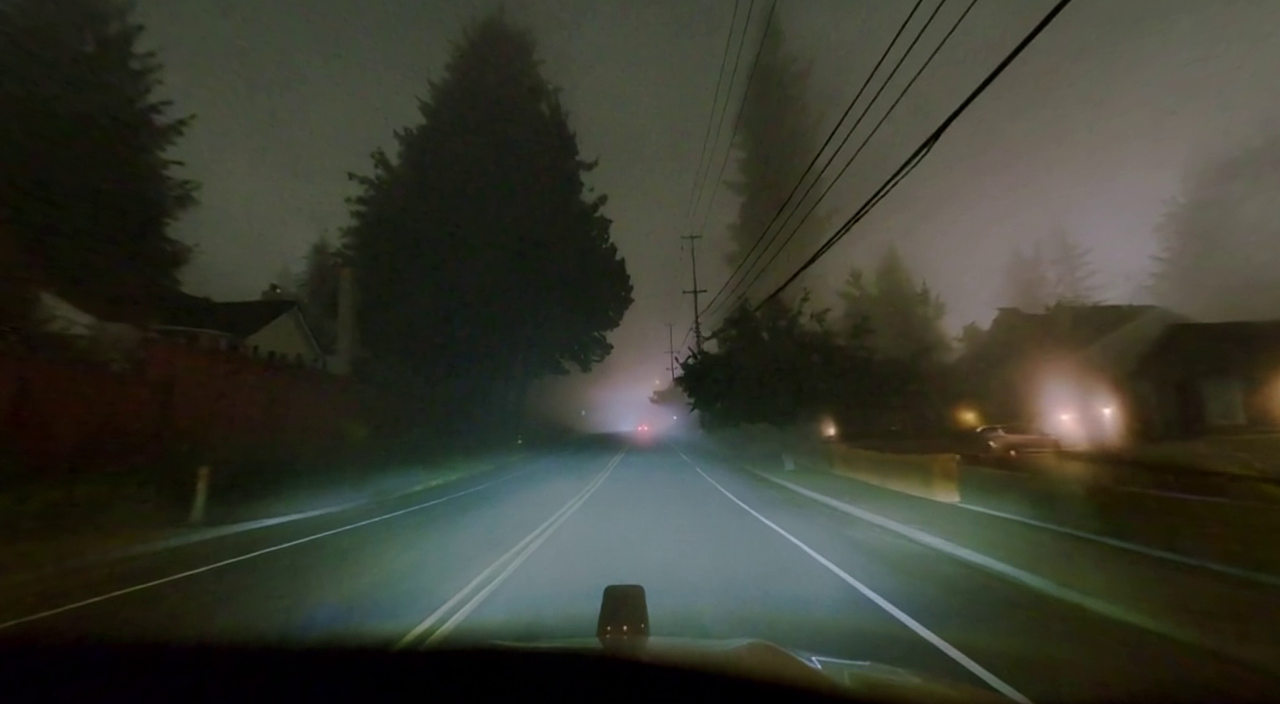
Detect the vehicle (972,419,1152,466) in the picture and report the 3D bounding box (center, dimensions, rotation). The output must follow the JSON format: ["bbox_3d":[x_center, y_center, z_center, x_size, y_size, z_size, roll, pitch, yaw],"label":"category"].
[{"bbox_3d":[15.044,3.318,22.923,5.046,1.548,2.174,-4,-9,24],"label":"vehicle"}]

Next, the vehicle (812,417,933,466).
[{"bbox_3d":[10.582,4.159,28.767,4.707,1.794,2.303,-9,-14,29],"label":"vehicle"}]
